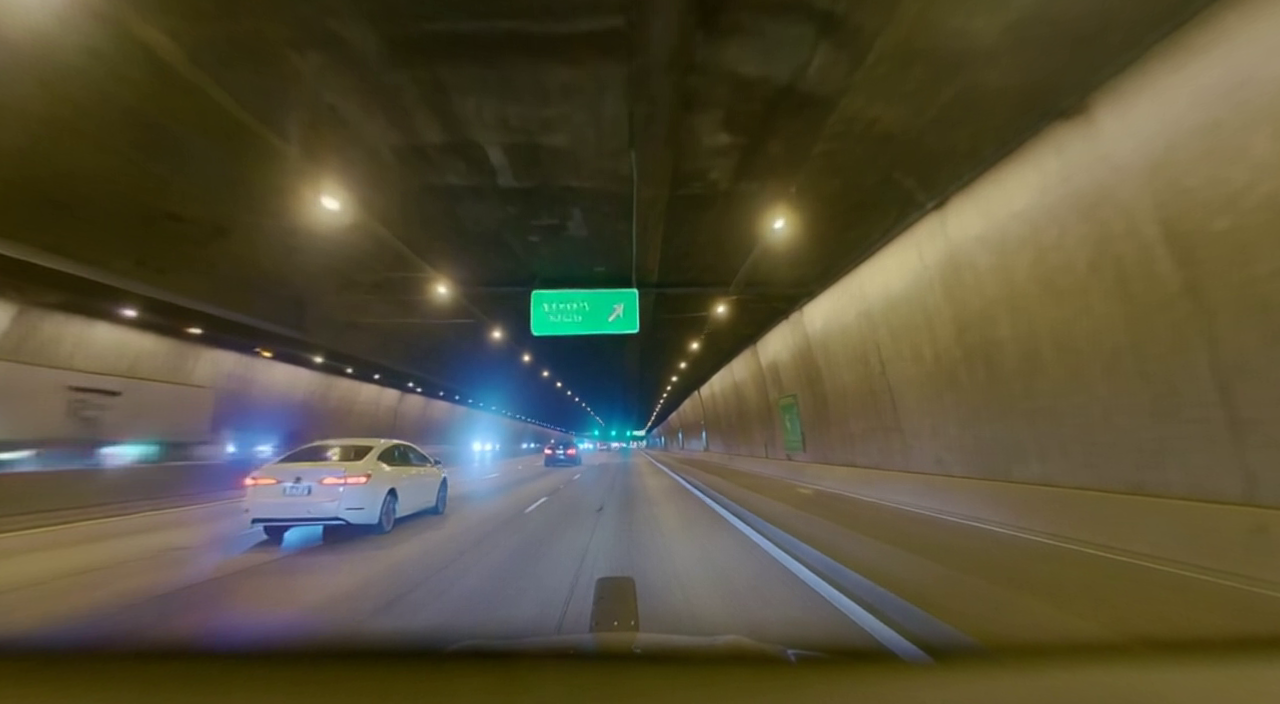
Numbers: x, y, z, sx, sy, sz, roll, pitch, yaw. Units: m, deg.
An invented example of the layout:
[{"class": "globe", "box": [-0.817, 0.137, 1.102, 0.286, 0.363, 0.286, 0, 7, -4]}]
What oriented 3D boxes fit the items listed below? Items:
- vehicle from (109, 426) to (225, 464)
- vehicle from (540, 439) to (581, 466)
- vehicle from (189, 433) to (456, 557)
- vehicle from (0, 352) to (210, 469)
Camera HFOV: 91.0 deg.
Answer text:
[{"class": "vehicle", "box": [-20.048, 3.969, 26.925, 1.879, 1.499, 4.014, 0, -8, -2]}, {"class": "vehicle", "box": [-4.667, 5.970, 37.457, 1.973, 1.474, 4.199, 0, -8, -1]}, {"class": "vehicle", "box": [-4.351, 1.981, 9.553, 1.885, 1.424, 4.230, 0, -8, 0]}, {"class": "vehicle", "box": [-23.944, 2.595, 25.749, 2.981, 4.065, 13.881, 0, -8, 0]}]
